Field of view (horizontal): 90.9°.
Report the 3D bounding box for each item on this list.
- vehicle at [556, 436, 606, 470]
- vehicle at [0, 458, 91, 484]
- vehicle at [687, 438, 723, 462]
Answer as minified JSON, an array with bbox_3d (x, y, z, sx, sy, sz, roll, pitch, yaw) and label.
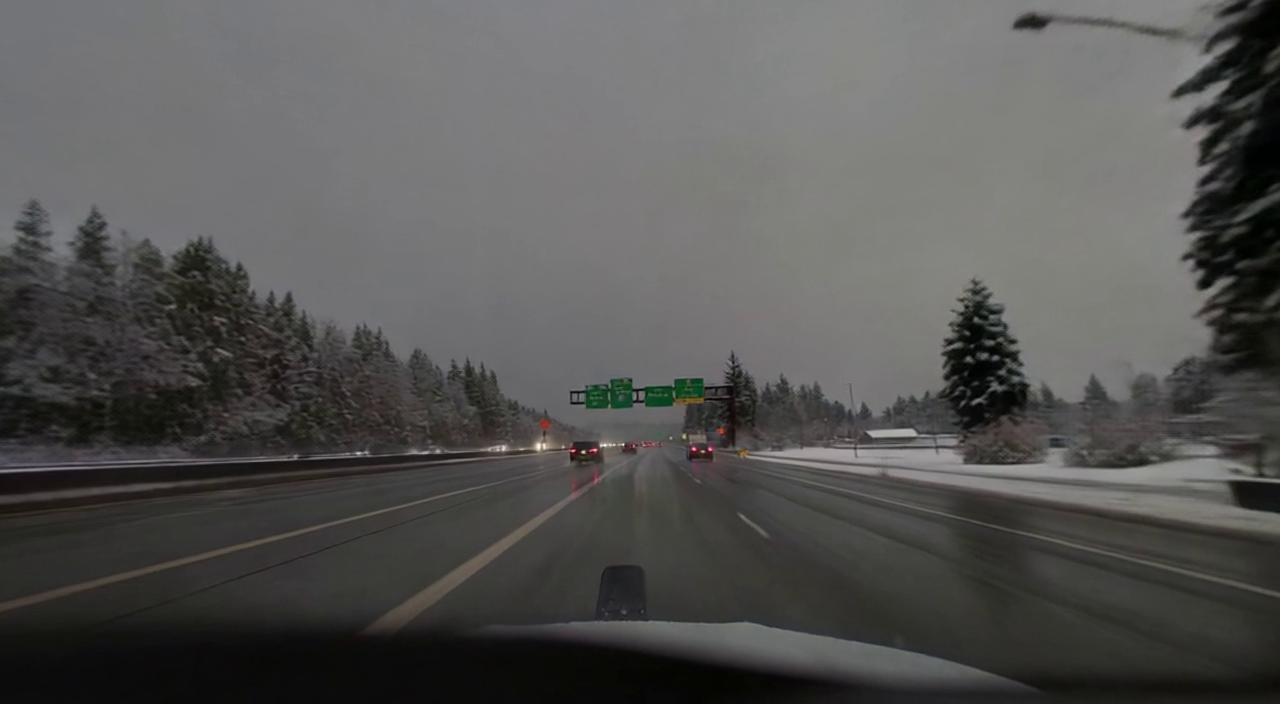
[{"bbox_3d":[-3.168,5.556,34.926,2.196,1.733,4.355,-1,-8,2],"label":"vehicle"},{"bbox_3d":[-34.406,6.880,36.604,1.816,1.357,3.577,0,-8,1],"label":"vehicle"},{"bbox_3d":[4.843,7.419,47.900,2.229,1.704,4.392,0,-8,0],"label":"vehicle"}]
